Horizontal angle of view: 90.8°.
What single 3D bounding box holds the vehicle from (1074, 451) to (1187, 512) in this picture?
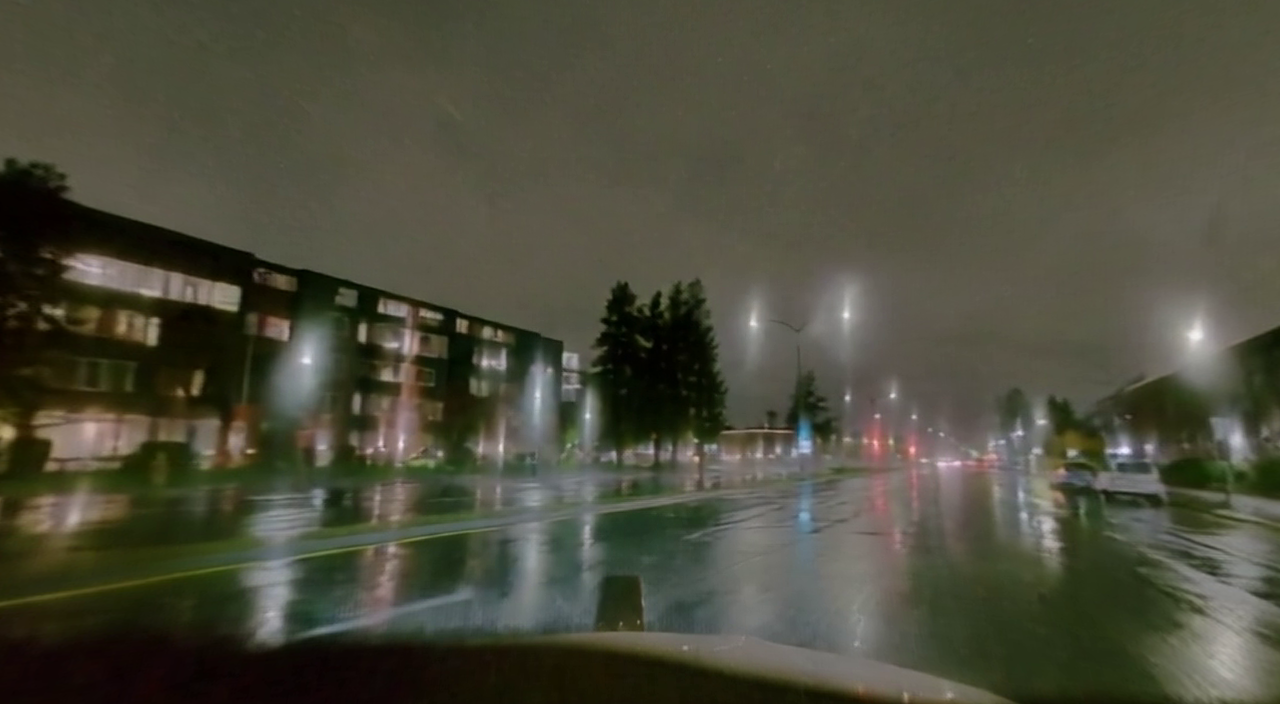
[{"bbox_3d":[17.502,4.562,22.830,2.152,1.869,4.476,-4,-9,24],"label":"vehicle"}]
